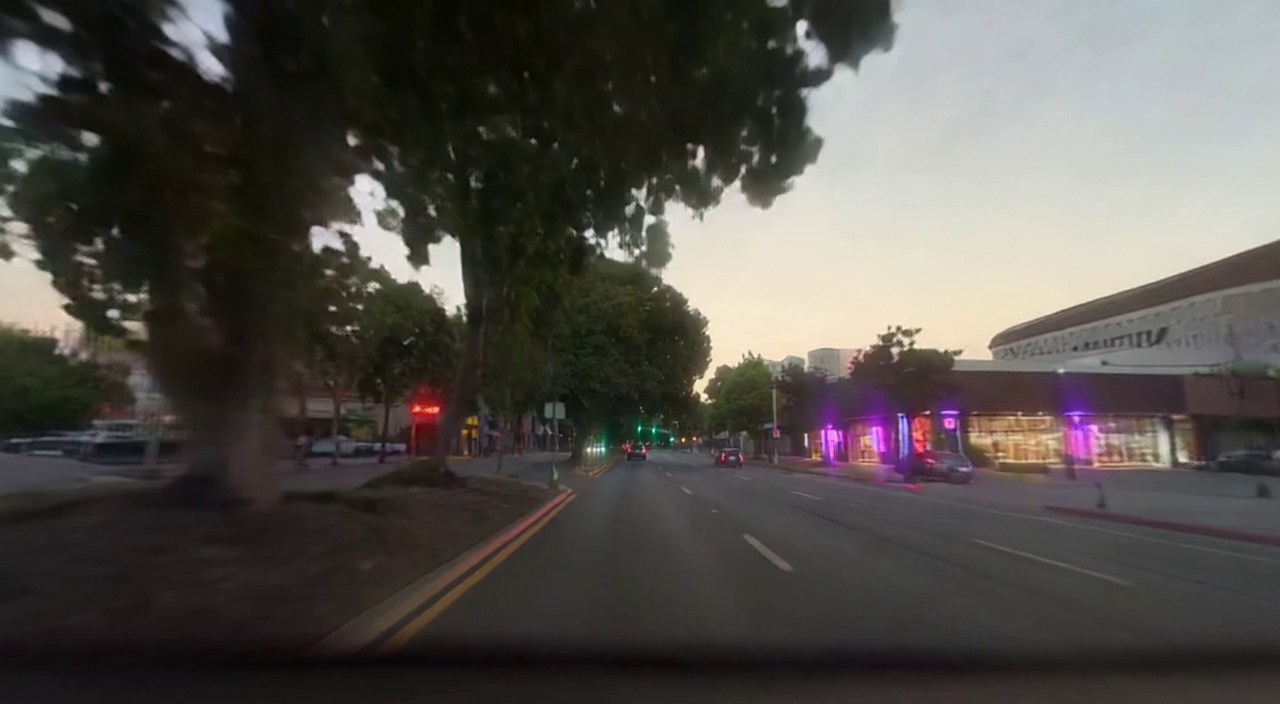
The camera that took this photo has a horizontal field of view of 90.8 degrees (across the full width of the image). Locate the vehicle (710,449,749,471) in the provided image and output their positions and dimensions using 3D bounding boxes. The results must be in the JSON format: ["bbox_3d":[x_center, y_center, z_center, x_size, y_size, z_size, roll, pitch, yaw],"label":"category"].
[{"bbox_3d":[6.325,7.677,45.257,2.024,1.475,4.600,0,-9,-2],"label":"vehicle"}]

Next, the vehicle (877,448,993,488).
[{"bbox_3d":[13.461,5.277,29.000,4.281,1.719,1.983,0,-9,-1],"label":"vehicle"}]
